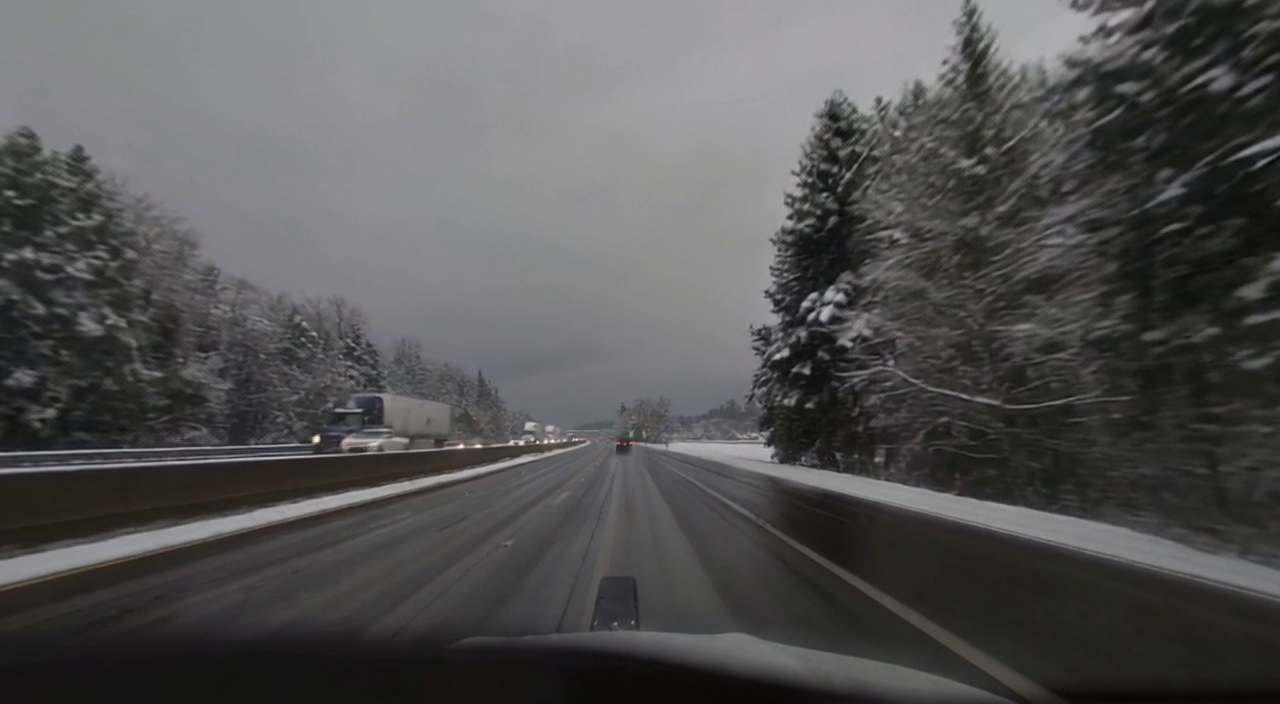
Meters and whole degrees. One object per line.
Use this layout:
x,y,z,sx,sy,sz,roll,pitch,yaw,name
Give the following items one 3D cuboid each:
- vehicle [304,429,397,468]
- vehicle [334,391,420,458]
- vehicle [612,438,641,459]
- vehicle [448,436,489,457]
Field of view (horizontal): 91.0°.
-12.611,4.241,27.792,2.122,1.566,4.276,0,-8,-1,vehicle
-17.360,4.921,42.112,3.058,4.142,6.328,0,-8,-2,vehicle
-1.061,7.445,48.821,2.099,1.504,3.843,0,-8,-2,vehicle
-12.909,7.128,47.712,1.926,1.472,4.509,0,-8,-1,vehicle
